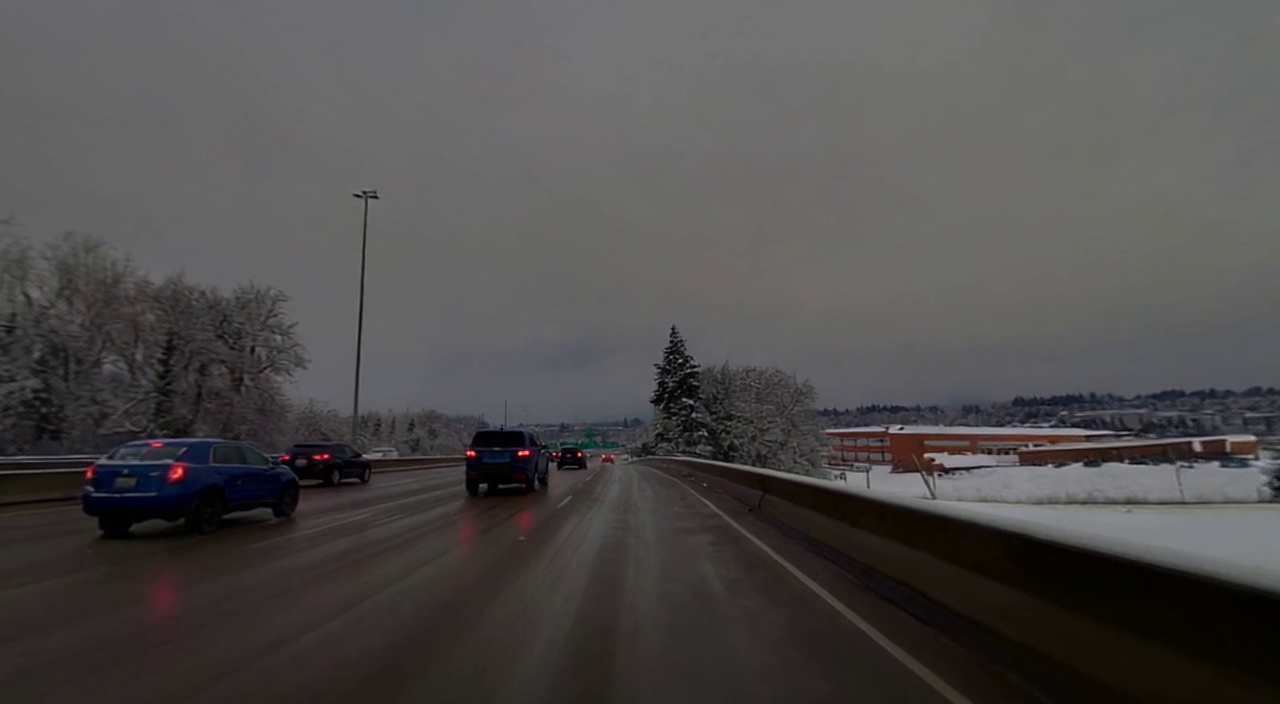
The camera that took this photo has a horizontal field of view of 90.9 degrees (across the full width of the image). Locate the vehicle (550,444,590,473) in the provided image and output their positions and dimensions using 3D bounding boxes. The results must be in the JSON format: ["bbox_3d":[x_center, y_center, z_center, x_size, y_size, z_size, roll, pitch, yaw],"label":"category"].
[{"bbox_3d":[-4.106,6.258,37.391,1.955,1.614,3.817,0,-8,-1],"label":"vehicle"}]

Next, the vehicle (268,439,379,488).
[{"bbox_3d":[-11.712,4.133,23.755,1.919,1.665,4.394,0,-8,-1],"label":"vehicle"}]

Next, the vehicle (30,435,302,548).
[{"bbox_3d":[-7.376,2.150,10.323,1.796,1.509,3.393,0,-8,-1],"label":"vehicle"}]

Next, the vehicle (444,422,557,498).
[{"bbox_3d":[-4.066,3.250,19.436,2.301,1.985,5.247,0,-8,0],"label":"vehicle"}]
